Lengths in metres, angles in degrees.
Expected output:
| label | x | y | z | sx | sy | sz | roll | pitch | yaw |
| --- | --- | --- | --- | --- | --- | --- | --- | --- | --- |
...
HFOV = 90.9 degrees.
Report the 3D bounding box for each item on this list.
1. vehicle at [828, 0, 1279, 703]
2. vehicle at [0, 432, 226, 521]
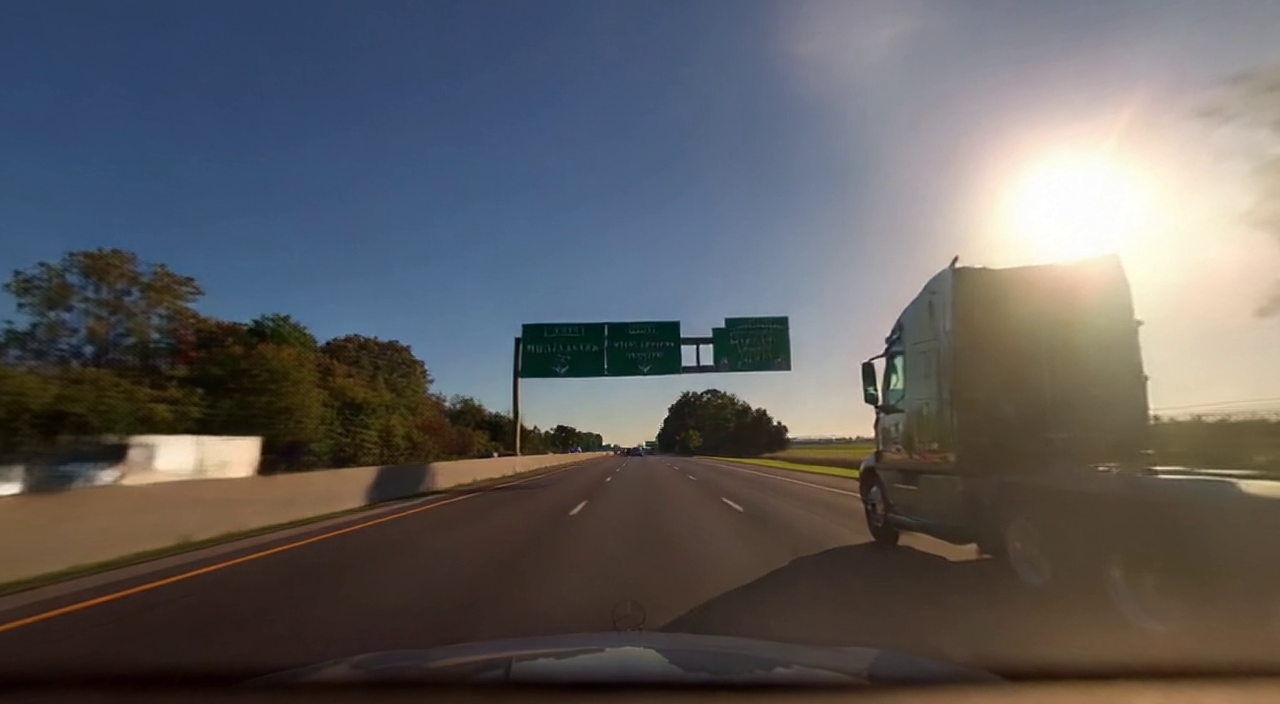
| label | x | y | z | sx | sy | sz | roll | pitch | yaw |
| --- | --- | --- | --- | --- | --- | --- | --- | --- | --- |
| vehicle | 4.019 | 0.200 | 5.114 | 3.051 | 3.968 | 5.943 | 0 | -9 | 0 |
| vehicle | -11.625 | 2.607 | 13.729 | 1.992 | 1.576 | 4.708 | 0 | -9 | 0 |
